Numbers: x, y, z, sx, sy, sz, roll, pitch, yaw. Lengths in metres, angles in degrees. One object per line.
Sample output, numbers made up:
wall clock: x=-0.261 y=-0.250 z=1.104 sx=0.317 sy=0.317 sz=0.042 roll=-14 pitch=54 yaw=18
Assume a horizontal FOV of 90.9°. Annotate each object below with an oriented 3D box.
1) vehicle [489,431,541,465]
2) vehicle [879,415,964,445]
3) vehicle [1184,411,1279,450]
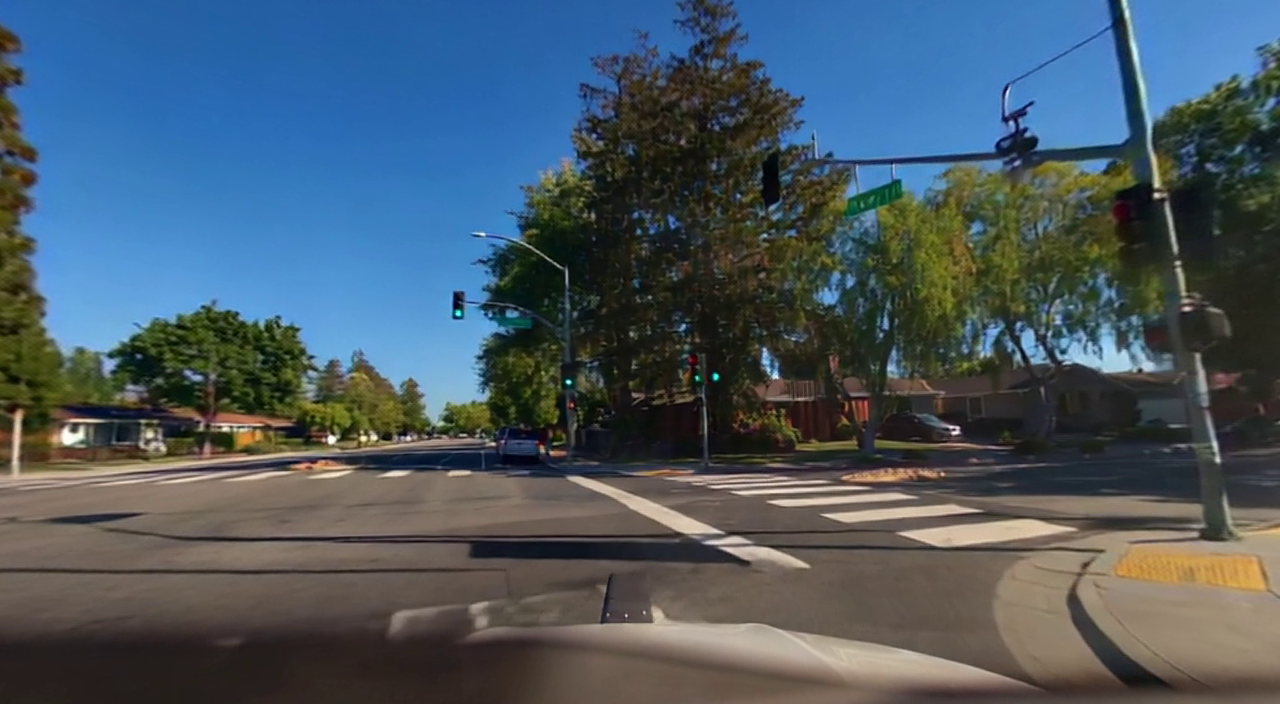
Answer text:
vehicle: x=-6.267 y=4.740 z=31.213 sx=2.149 sy=1.507 sz=4.160 roll=2 pitch=-9 yaw=-16
vehicle: x=16.405 y=4.639 z=36.997 sx=2.028 sy=1.595 sz=4.554 roll=2 pitch=-9 yaw=-15
vehicle: x=25.401 y=3.309 z=26.072 sx=4.671 sy=1.470 sz=1.963 roll=3 pitch=-10 yaw=-16
